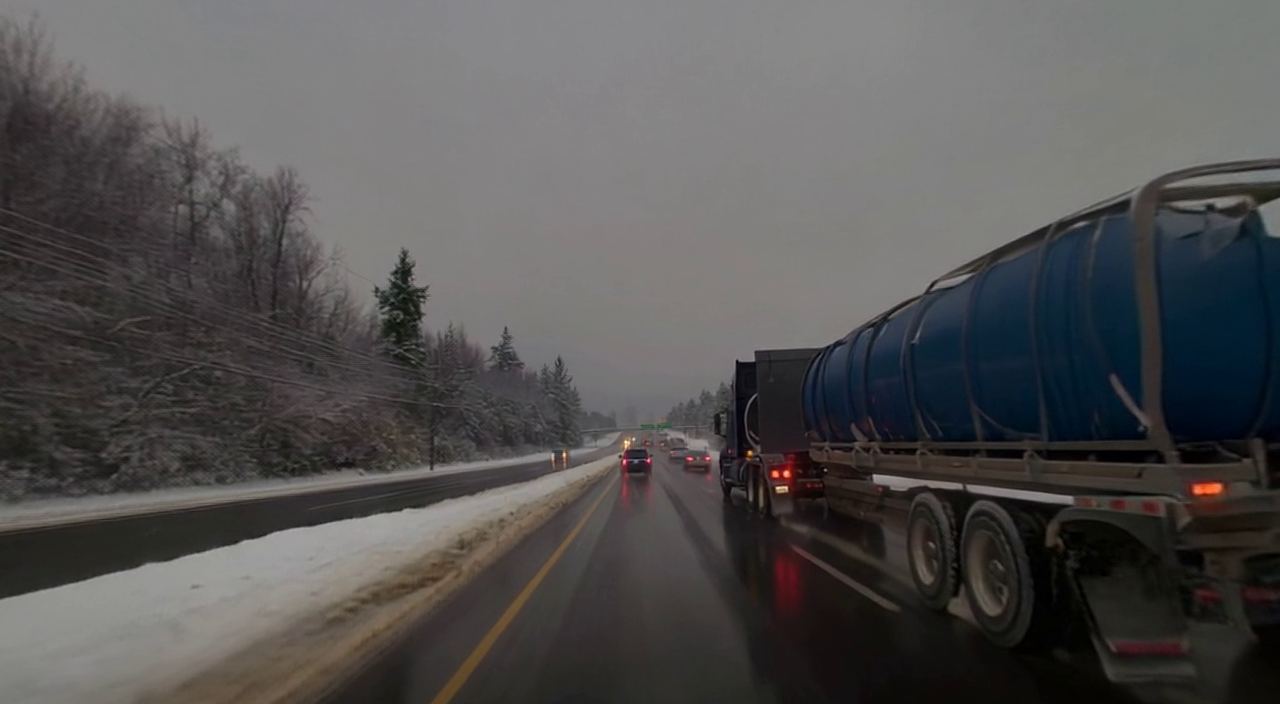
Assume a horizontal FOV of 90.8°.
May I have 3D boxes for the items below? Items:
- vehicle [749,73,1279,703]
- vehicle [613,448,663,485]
[{"bbox_3d":[3.962,1.002,9.081,2.694,3.453,11.641,0,-9,0],"label":"vehicle"},{"bbox_3d":[-0.092,4.926,27.480,2.003,1.490,3.636,0,-9,0],"label":"vehicle"}]
